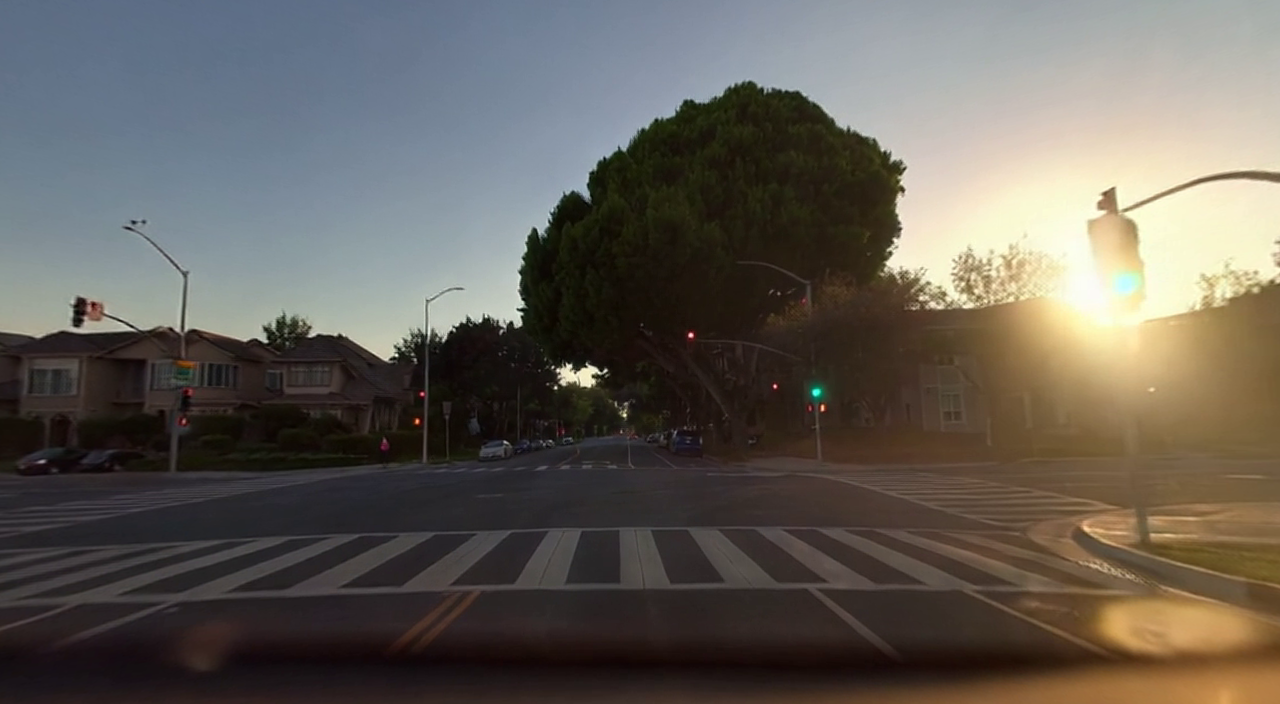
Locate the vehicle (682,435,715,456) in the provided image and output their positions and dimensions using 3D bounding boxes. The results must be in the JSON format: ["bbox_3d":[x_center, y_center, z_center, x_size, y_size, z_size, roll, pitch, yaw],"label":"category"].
[{"bbox_3d":[4.146,6.731,45.472,1.987,1.466,4.389,0,-8,1],"label":"vehicle"}]
